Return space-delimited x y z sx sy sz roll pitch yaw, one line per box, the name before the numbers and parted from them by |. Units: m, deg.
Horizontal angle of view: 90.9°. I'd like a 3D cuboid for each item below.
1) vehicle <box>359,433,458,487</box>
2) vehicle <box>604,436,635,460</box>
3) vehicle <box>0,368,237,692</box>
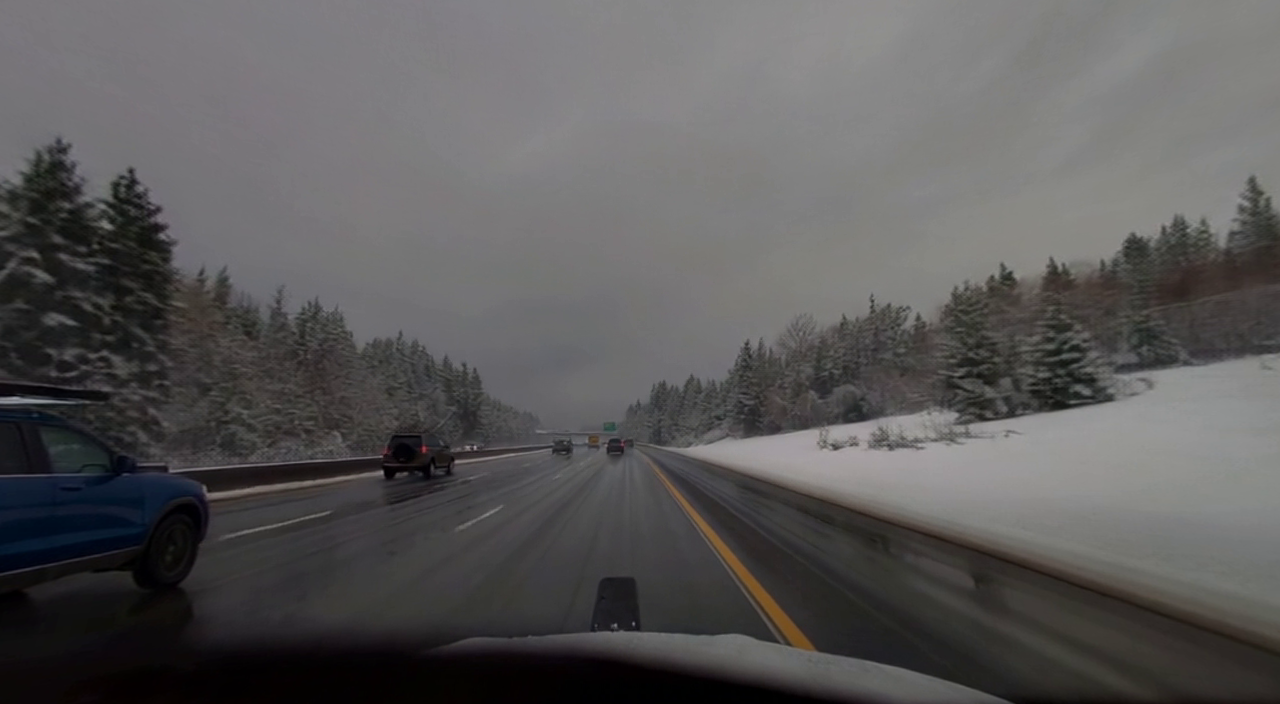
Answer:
vehicle | -8.225 3.843 22.823 1.964 1.745 4.338 0 -8 -1
vehicle | -1.494 7.077 46.706 2.178 1.658 3.916 0 -8 -1
vehicle | -4.504 0.925 3.070 2.069 1.748 4.652 0 -8 -1
